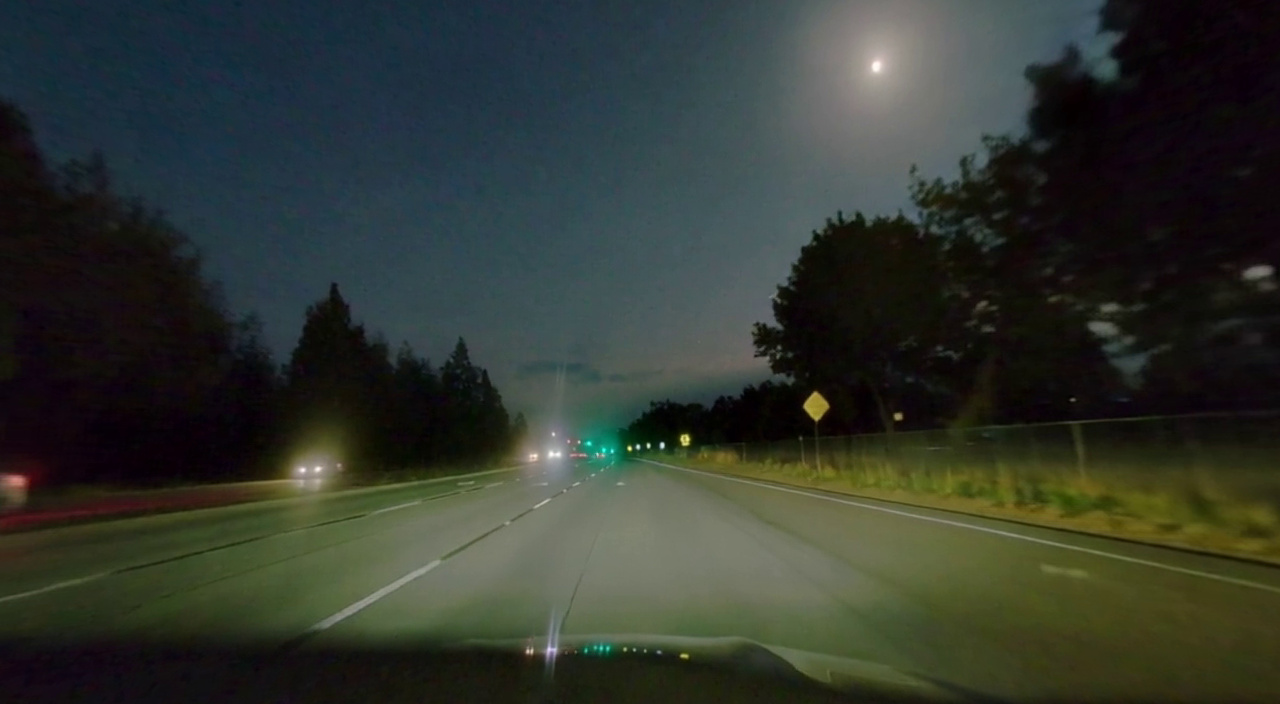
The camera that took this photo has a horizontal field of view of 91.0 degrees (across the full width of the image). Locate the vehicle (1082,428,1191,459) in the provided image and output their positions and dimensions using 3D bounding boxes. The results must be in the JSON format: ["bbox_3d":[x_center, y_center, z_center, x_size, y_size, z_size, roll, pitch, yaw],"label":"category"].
[{"bbox_3d":[28.735,5.344,36.638,4.617,1.682,1.830,-5,-10,29],"label":"vehicle"}]

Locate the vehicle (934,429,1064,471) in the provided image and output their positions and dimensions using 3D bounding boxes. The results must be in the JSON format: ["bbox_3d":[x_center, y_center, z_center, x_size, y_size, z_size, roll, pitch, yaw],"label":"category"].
[{"bbox_3d":[16.439,4.505,29.002,4.740,1.831,2.002,0,-9,0],"label":"vehicle"}]

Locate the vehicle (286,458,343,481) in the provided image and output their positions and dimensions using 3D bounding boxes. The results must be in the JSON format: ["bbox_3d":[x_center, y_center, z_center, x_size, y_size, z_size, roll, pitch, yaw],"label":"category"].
[{"bbox_3d":[-24.384,8.798,47.340,1.914,1.500,4.462,-1,-9,0],"label":"vehicle"}]
